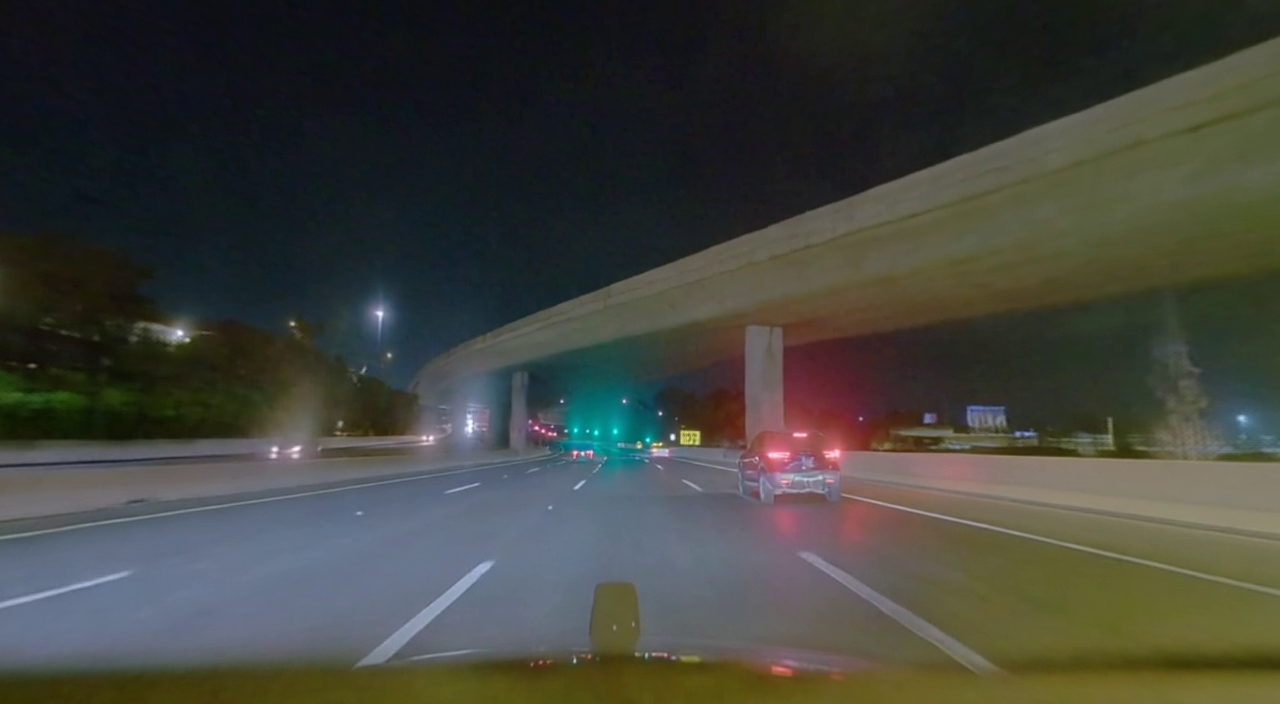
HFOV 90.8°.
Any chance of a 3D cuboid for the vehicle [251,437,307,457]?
[{"bbox_3d":[-28.218,7.421,49.546,1.964,1.491,4.723,1,-8,-6],"label":"vehicle"}]
